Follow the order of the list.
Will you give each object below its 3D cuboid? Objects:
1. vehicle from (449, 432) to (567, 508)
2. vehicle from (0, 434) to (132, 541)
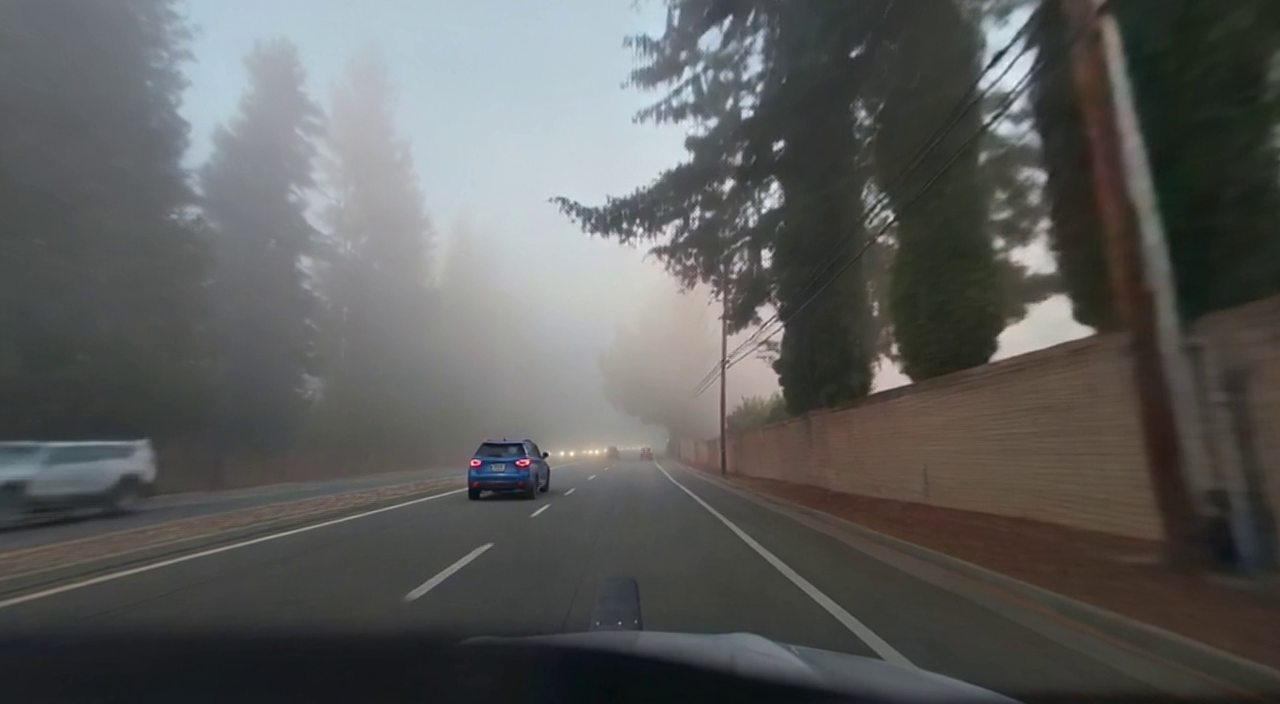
[{"bbox_3d":[-3.352,3.096,16.999,2.147,1.730,4.555,0,-9,1],"label":"vehicle"},{"bbox_3d":[-12.332,2.513,11.925,1.930,1.868,4.063,0,-8,0],"label":"vehicle"}]
